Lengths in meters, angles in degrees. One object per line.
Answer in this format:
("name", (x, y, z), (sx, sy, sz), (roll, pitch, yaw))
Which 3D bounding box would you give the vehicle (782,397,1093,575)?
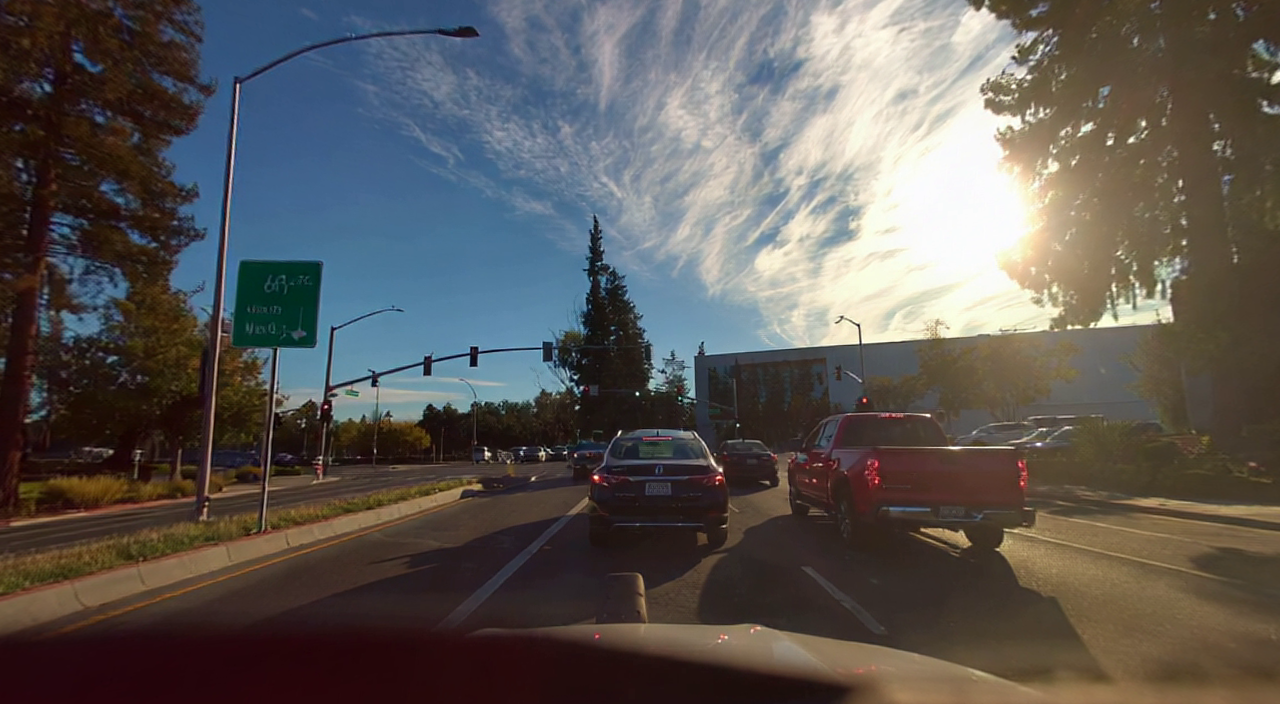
("vehicle", (3.390, 1.625, 8.371), (2.099, 1.725, 4.290), (0, -8, 2))

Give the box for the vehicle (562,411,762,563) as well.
("vehicle", (0.249, 1.773, 8.972), (2.168, 1.641, 4.039), (0, -8, 0))
